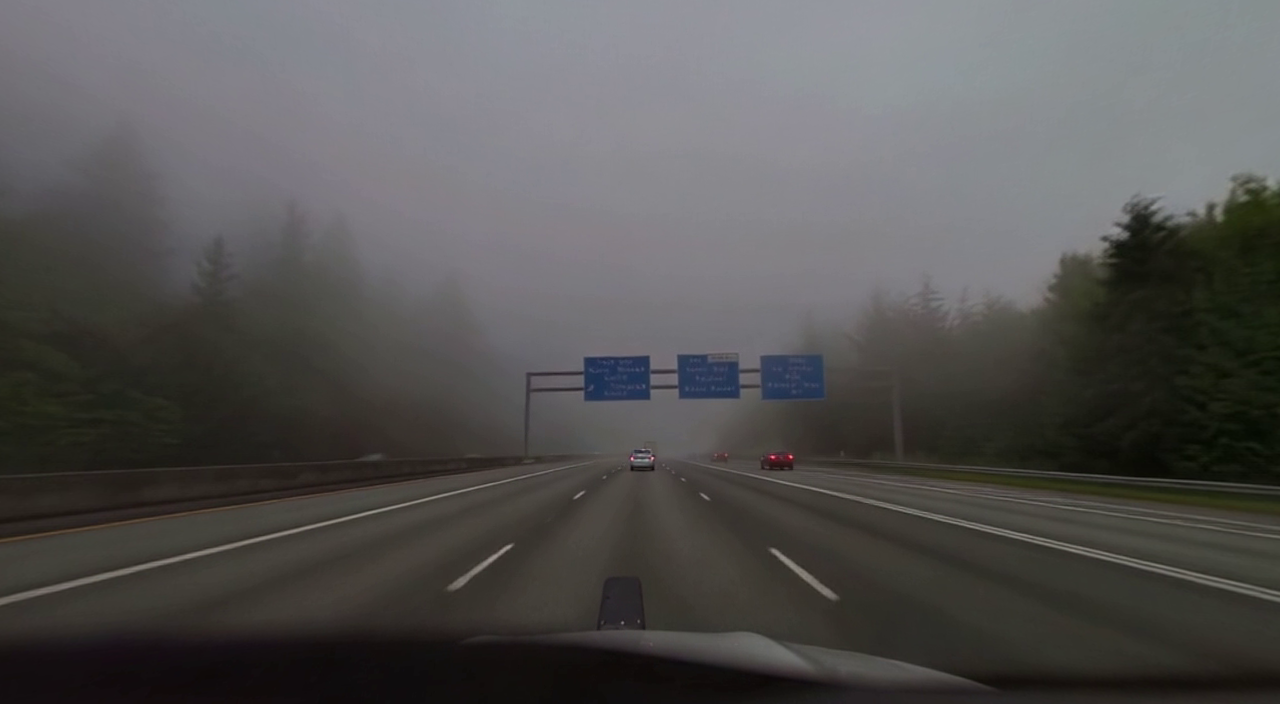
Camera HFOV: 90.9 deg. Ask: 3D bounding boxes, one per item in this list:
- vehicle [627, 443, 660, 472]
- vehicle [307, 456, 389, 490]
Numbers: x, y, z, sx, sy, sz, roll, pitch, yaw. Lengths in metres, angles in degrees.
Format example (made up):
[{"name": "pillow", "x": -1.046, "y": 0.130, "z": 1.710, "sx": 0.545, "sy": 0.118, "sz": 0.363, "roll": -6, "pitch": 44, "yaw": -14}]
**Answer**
[{"name": "vehicle", "x": 0.259, "y": 7.214, "z": 43.201, "sx": 2.167, "sy": 1.847, "sz": 4.097, "roll": 0, "pitch": -9, "yaw": 1}, {"name": "vehicle", "x": -13.806, "y": 5.707, "z": 30.071, "sx": 1.983, "sy": 1.464, "sz": 3.899, "roll": 0, "pitch": -9, "yaw": 1}]
